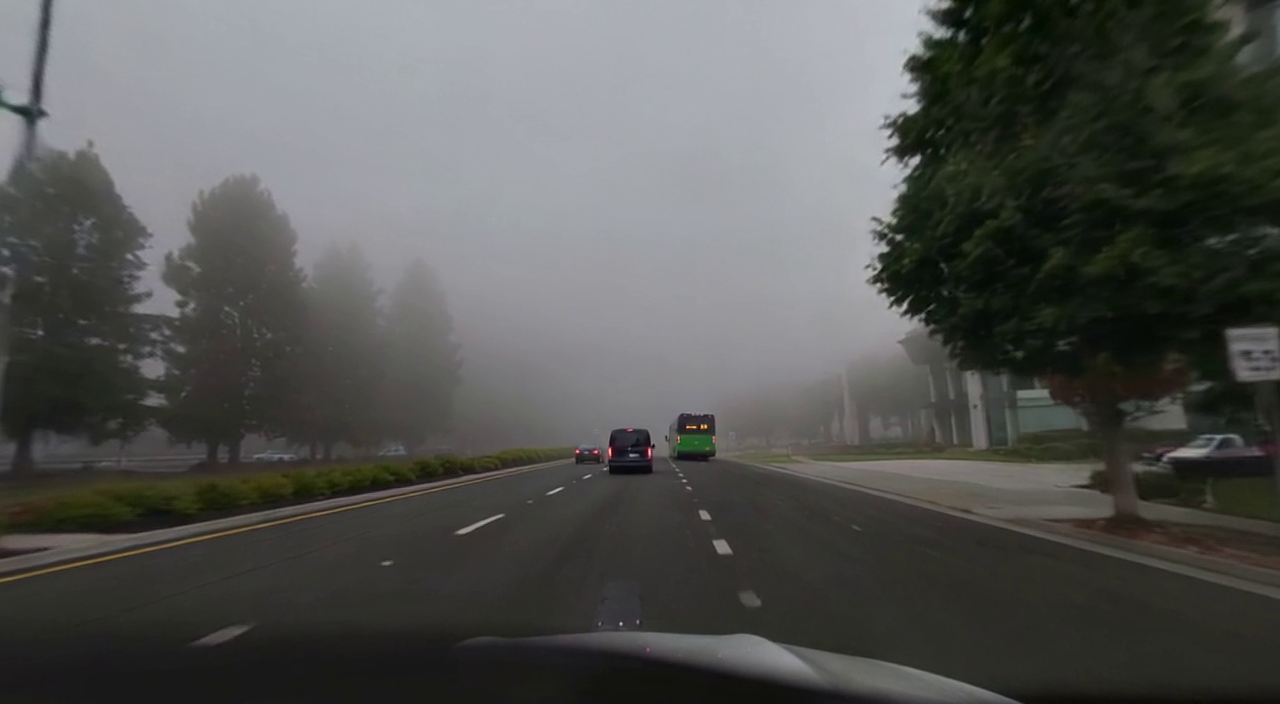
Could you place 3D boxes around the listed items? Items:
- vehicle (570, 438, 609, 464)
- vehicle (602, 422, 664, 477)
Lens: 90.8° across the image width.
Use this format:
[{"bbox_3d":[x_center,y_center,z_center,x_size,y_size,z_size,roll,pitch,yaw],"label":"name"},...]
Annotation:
[{"bbox_3d":[-3.374,6.699,42.771,2.109,1.672,4.256,-1,-9,3],"label":"vehicle"},{"bbox_3d":[-0.182,4.183,27.160,2.336,2.122,5.207,-1,-9,3],"label":"vehicle"}]
